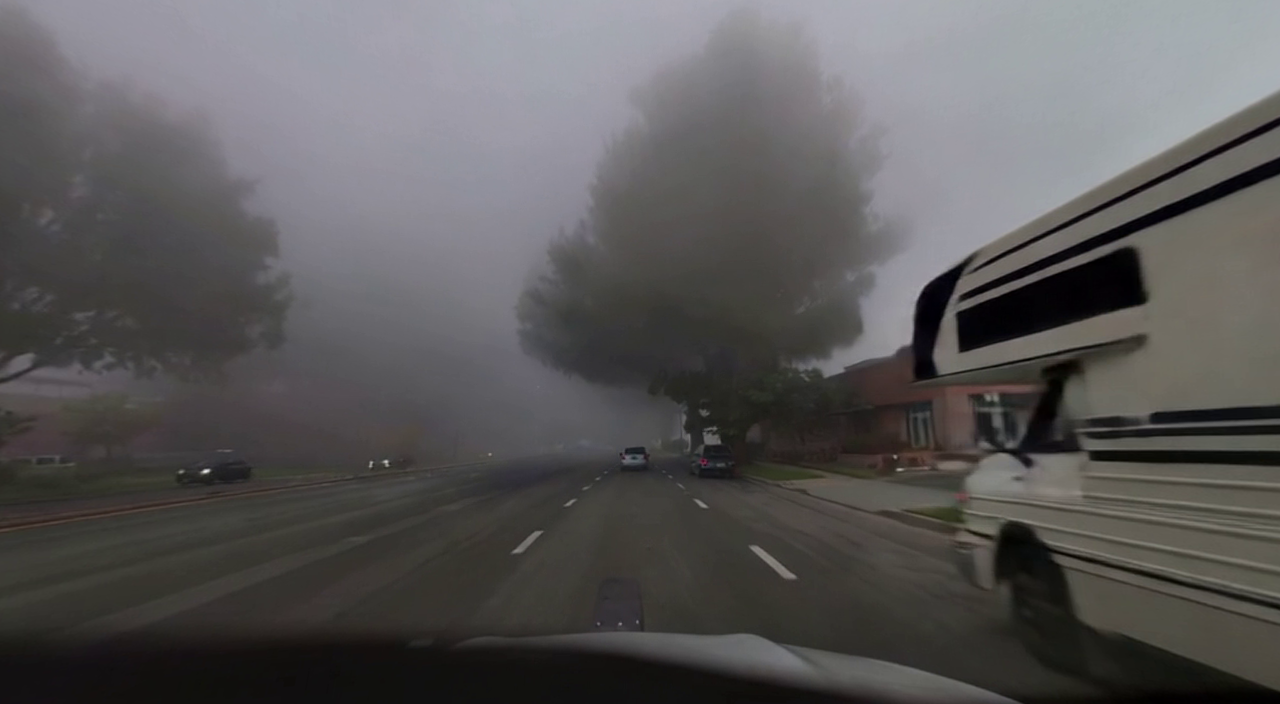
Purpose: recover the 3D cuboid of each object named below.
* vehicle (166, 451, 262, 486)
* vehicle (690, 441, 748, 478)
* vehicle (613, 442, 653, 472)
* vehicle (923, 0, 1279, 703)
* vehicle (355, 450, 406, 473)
[{"bbox_3d":[-21.980,5.981,32.819,1.959,1.683,4.406,0,-9,-1],"label":"vehicle"},{"bbox_3d":[3.672,5.102,30.251,2.060,1.611,4.675,0,-9,-2],"label":"vehicle"},{"bbox_3d":[-0.419,5.841,35.249,2.103,1.506,4.742,0,-9,-1],"label":"vehicle"},{"bbox_3d":[3.971,-0.102,1.380,2.924,3.250,7.780,-1,-9,-1],"label":"vehicle"},{"bbox_3d":[-18.437,7.778,45.113,1.827,1.471,4.428,0,-9,-1],"label":"vehicle"}]
